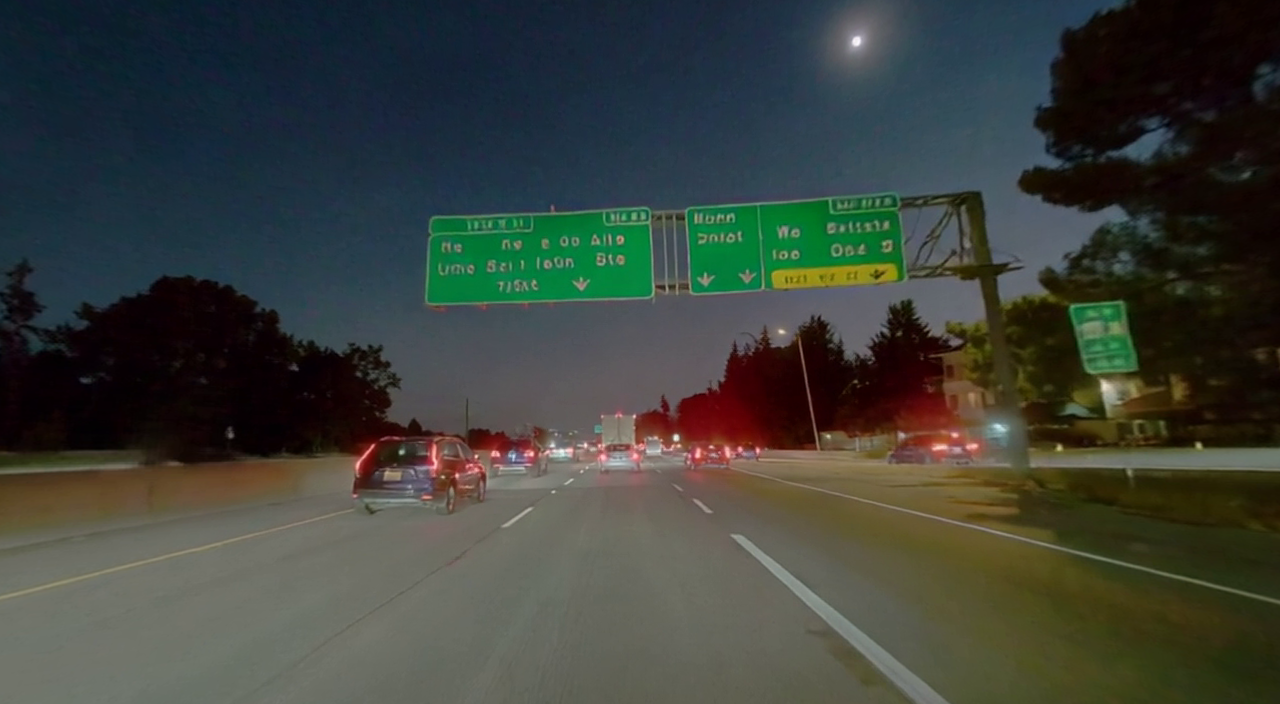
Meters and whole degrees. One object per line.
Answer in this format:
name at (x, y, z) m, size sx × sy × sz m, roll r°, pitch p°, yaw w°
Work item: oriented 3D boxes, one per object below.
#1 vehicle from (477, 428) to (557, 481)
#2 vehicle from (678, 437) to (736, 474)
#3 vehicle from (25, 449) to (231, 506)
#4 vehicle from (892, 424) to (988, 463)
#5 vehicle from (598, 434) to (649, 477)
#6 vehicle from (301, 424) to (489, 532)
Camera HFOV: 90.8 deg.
vehicle at (-4.891, 4.192, 26.049) m, size 2.301 × 1.944 × 5.482 m, roll 0°, pitch -9°, yaw -1°
vehicle at (2.952, 4.685, 28.694) m, size 2.027 × 1.554 × 4.252 m, roll 0°, pitch -9°, yaw -2°
vehicle at (-14.750, 3.604, 18.701) m, size 2.095 × 1.463 × 4.841 m, roll 0°, pitch -9°, yaw -1°
vehicle at (14.054, 4.363, 29.932) m, size 2.048 × 1.674 × 4.106 m, roll 1°, pitch -9°, yaw -9°
vehicle at (-0.720, 4.502, 27.547) m, size 2.063 × 1.703 × 4.203 m, roll 0°, pitch -9°, yaw -2°
vehicle at (-4.324, 2.289, 11.968) m, size 1.988 × 1.668 × 4.021 m, roll 0°, pitch -9°, yaw -1°
